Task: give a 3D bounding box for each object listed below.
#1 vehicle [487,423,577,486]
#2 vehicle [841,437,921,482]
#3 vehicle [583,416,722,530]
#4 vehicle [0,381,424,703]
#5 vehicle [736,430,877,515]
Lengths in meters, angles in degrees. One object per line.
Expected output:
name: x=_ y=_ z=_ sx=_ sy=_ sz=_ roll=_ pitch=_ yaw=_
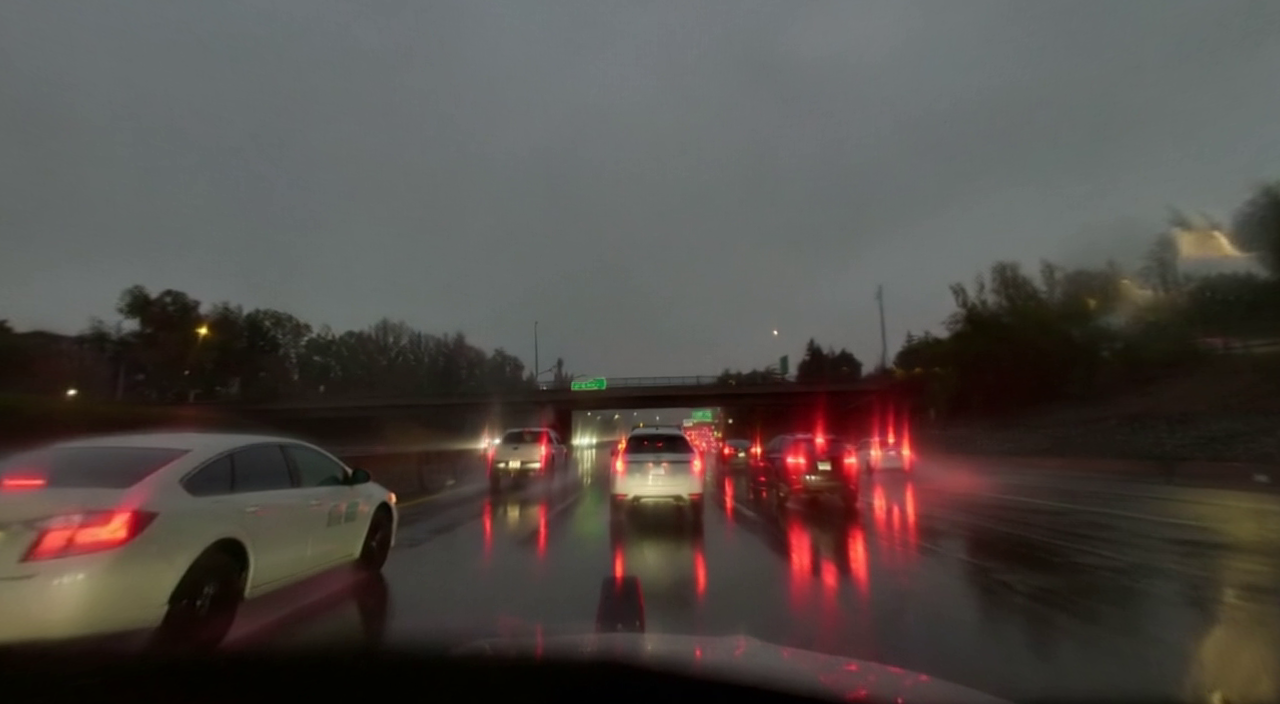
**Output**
vehicle: x=-3.929 y=3.886 z=24.120 sx=2.212 sy=2.101 sz=6.052 roll=0 pitch=-9 yaw=1
vehicle: x=10.522 y=4.727 z=27.887 sx=1.977 sy=1.795 sz=4.208 roll=0 pitch=-9 yaw=2
vehicle: x=0.220 y=2.228 z=12.079 sx=2.181 sy=1.756 sz=4.167 roll=0 pitch=-9 yaw=0
vehicle: x=-3.634 y=1.266 z=5.075 sx=2.014 sy=1.579 sz=4.761 roll=0 pitch=-9 yaw=1
vehicle: x=3.626 y=2.725 z=14.711 sx=2.022 sy=1.633 sz=4.651 roll=0 pitch=-9 yaw=0
